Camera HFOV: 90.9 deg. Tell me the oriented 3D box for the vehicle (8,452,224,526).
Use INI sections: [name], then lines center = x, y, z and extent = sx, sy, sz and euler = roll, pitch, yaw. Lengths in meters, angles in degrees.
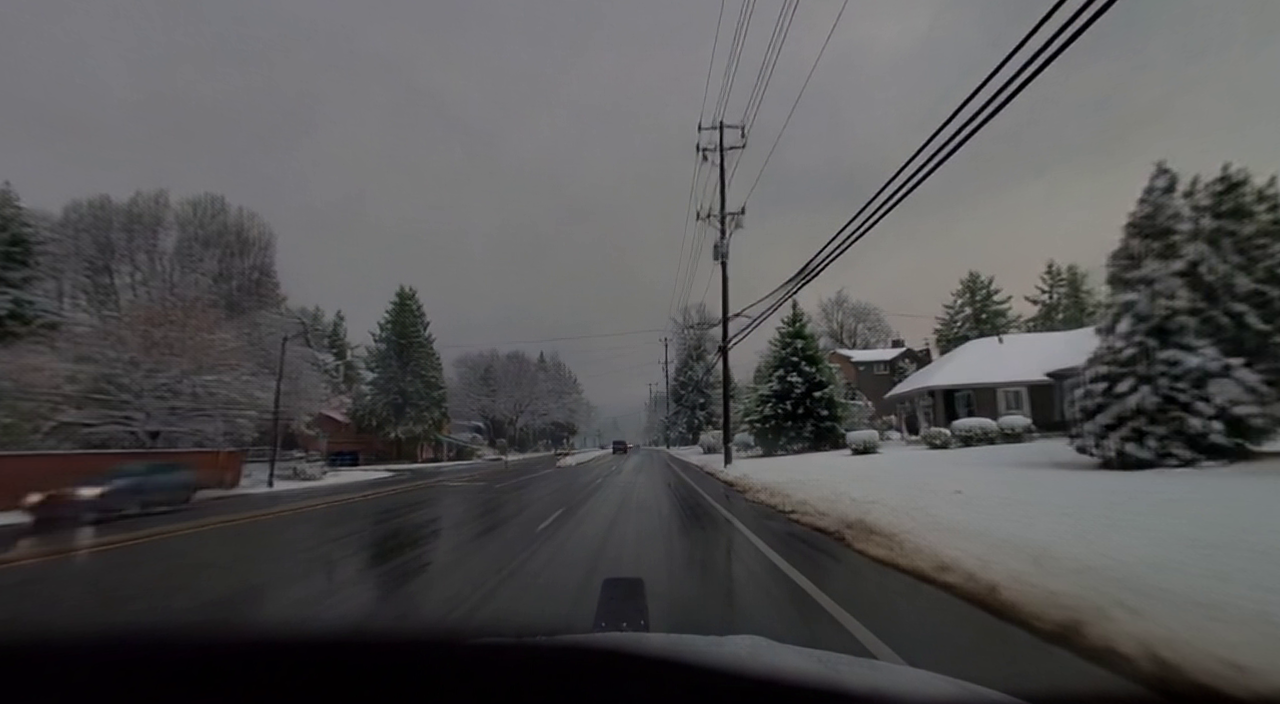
[vehicle]
center = -14.183, 3.660, 17.538
extent = 1.996, 1.695, 4.635
euler = 0, -8, 0
